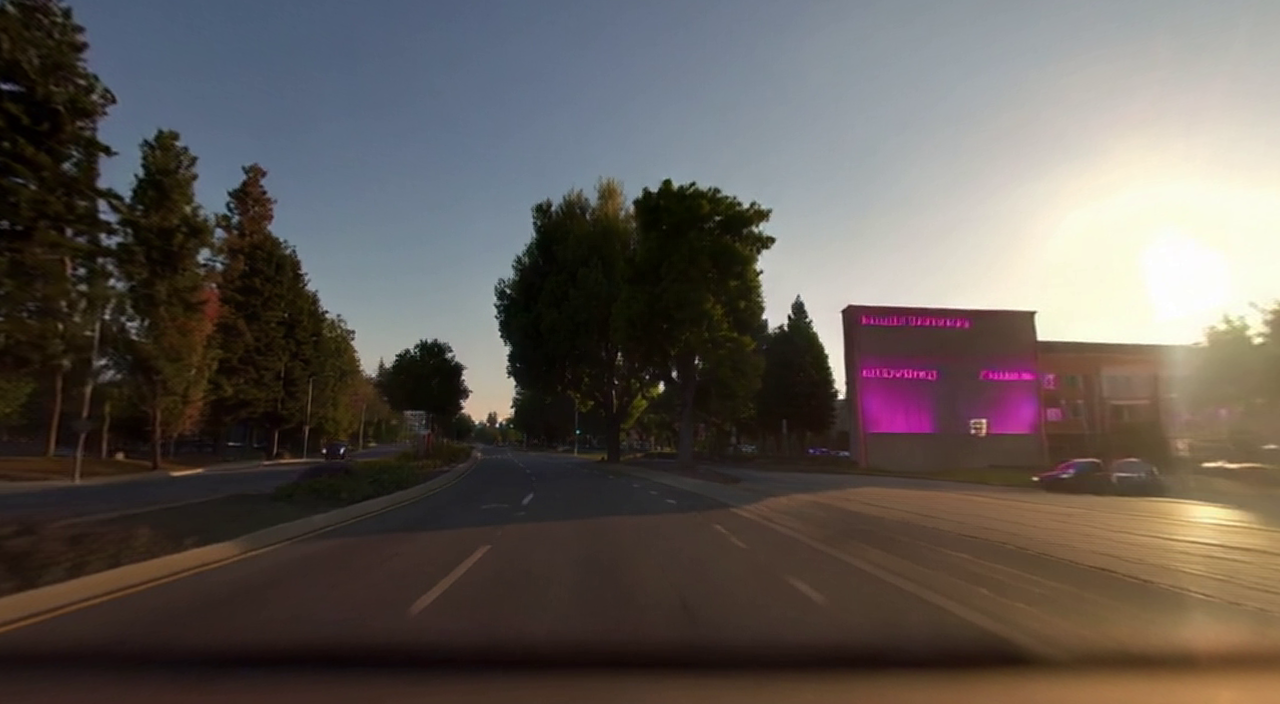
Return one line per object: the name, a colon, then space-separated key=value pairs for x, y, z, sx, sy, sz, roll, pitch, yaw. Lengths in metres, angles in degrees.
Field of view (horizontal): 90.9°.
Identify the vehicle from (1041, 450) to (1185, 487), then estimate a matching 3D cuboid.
vehicle: x=22.264 y=5.480 z=29.828 sx=4.946 sy=1.656 sz=2.139 roll=-1 pitch=-8 yaw=4
